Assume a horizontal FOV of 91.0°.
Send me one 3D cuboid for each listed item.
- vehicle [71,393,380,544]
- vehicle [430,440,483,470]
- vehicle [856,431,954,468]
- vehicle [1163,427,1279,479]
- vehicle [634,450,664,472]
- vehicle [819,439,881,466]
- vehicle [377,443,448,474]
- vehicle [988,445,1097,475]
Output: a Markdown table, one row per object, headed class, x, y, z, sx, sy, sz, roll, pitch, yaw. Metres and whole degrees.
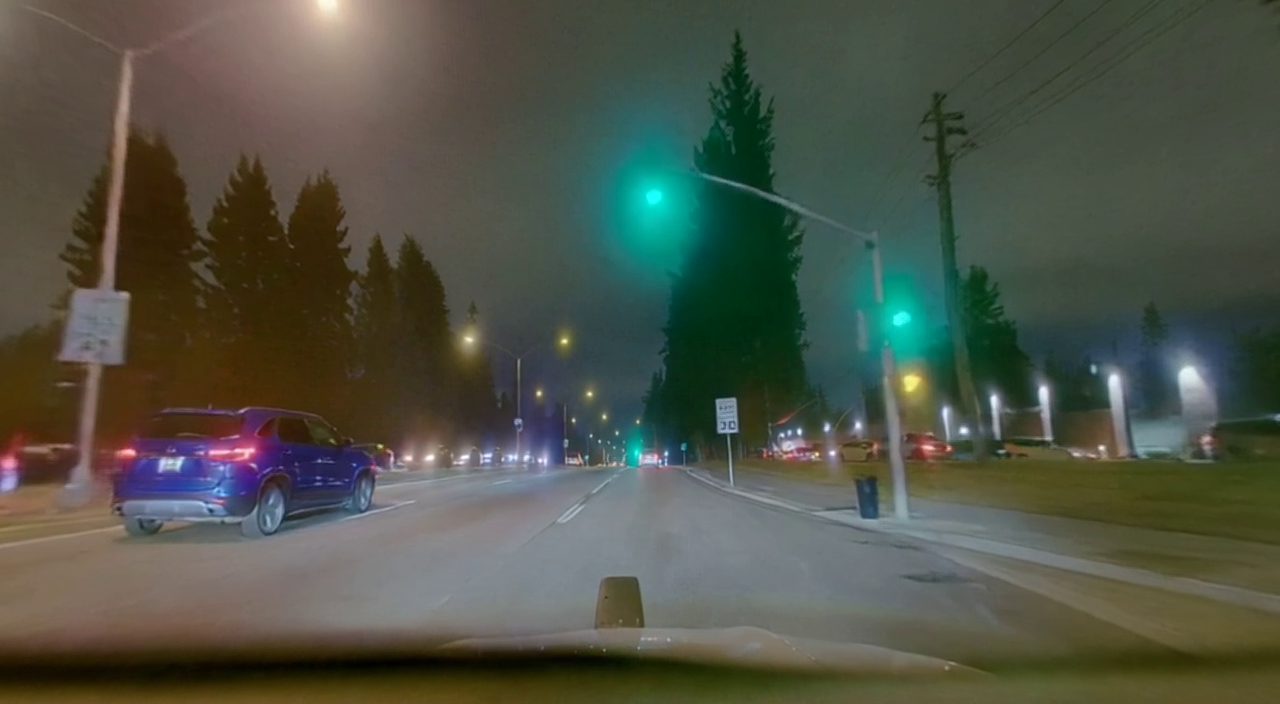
| class | x | y | z | sx | sy | sz | roll | pitch | yaw |
| --- | --- | --- | --- | --- | --- | --- | --- | --- | --- |
| vehicle | -6.168 | 1.793 | 10.211 | 2.027 | 1.908 | 4.273 | 0 | -8 | 0 |
| vehicle | -11.697 | 6.604 | 40.496 | 2.042 | 1.801 | 4.378 | 0 | -8 | 1 |
| vehicle | 13.470 | 4.995 | 32.385 | 1.950 | 1.697 | 4.906 | 3 | -9 | -16 |
| vehicle | 18.880 | 2.967 | 18.694 | 1.947 | 1.477 | 4.661 | 2 | -8 | -21 |
| vehicle | 0.659 | 8.004 | 46.431 | 2.091 | 1.494 | 3.962 | 0 | -8 | 0 |
| vehicle | 12.753 | 6.141 | 38.534 | 1.884 | 1.522 | 4.642 | 1 | -8 | -4 |
| vehicle | -12.248 | 5.740 | 34.235 | 2.077 | 1.505 | 4.714 | 0 | -8 | 0 |
| vehicle | 21.855 | 5.891 | 34.517 | 1.933 | 1.487 | 5.136 | 3 | -9 | -12 |
